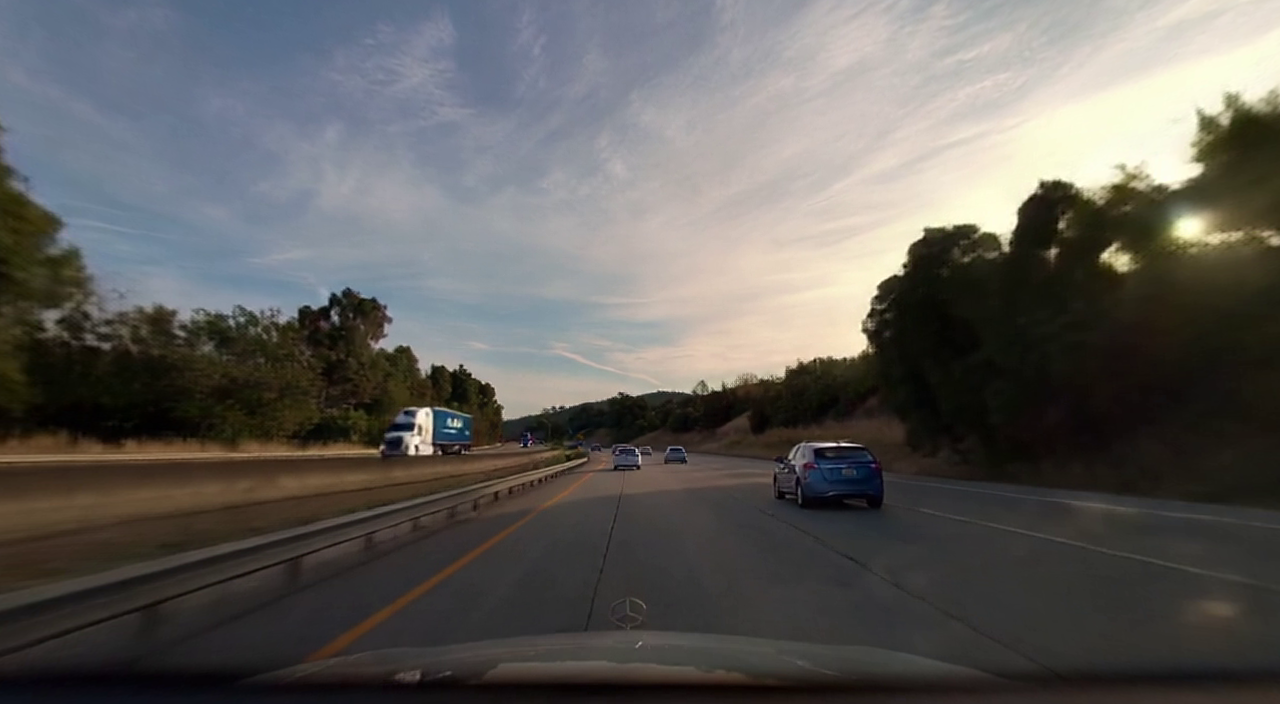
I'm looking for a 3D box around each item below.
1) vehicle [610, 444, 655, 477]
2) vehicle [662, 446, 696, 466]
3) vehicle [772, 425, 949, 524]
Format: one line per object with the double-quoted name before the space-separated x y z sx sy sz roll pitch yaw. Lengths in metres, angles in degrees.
"vehicle" -0.415 5.297 30.942 2.050 1.534 3.771 0 -9 -2
"vehicle" 2.982 8.091 49.065 2.008 1.504 4.291 1 -9 -4
"vehicle" 4.082 2.351 12.476 2.013 1.623 3.916 0 -9 -1
